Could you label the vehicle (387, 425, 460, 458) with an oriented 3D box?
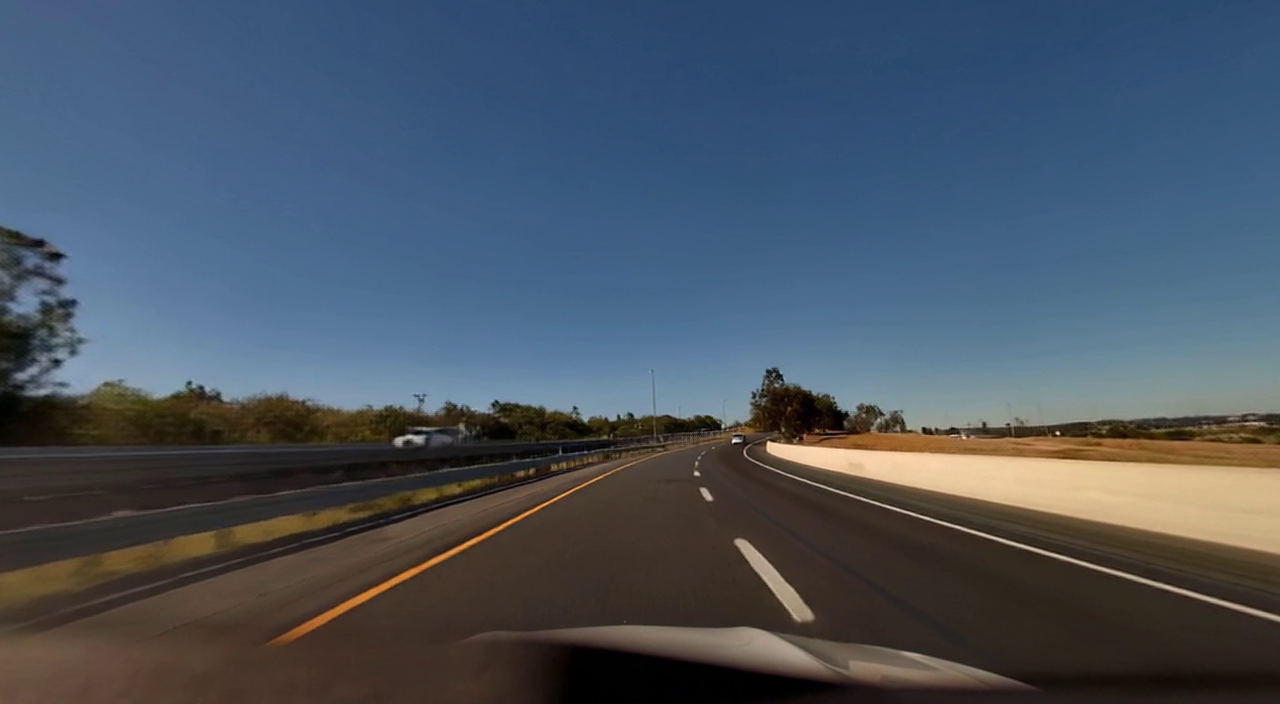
[{"bbox_3d":[-13.724,5.748,40.451,2.252,1.926,5.495,-1,-9,6],"label":"vehicle"}]
